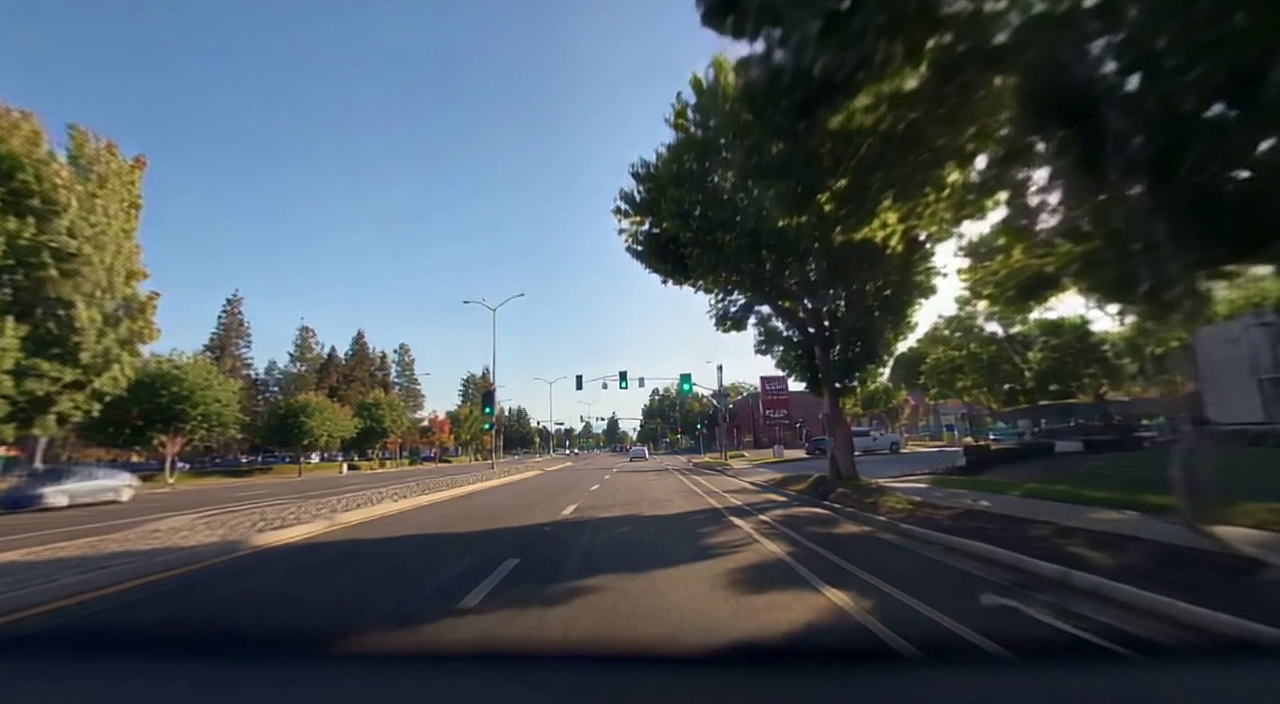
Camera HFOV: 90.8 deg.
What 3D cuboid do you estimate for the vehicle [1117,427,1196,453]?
[{"bbox_3d":[33.086,5.698,40.619,1.780,1.456,4.390,-6,-10,8],"label":"vehicle"}]

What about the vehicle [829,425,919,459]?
[{"bbox_3d":[13.734,5.327,37.246,4.514,1.929,1.991,1,-9,-4],"label":"vehicle"}]

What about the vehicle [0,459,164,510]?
[{"bbox_3d":[-19.041,4.468,21.716,1.825,1.457,4.454,0,-9,0],"label":"vehicle"}]
